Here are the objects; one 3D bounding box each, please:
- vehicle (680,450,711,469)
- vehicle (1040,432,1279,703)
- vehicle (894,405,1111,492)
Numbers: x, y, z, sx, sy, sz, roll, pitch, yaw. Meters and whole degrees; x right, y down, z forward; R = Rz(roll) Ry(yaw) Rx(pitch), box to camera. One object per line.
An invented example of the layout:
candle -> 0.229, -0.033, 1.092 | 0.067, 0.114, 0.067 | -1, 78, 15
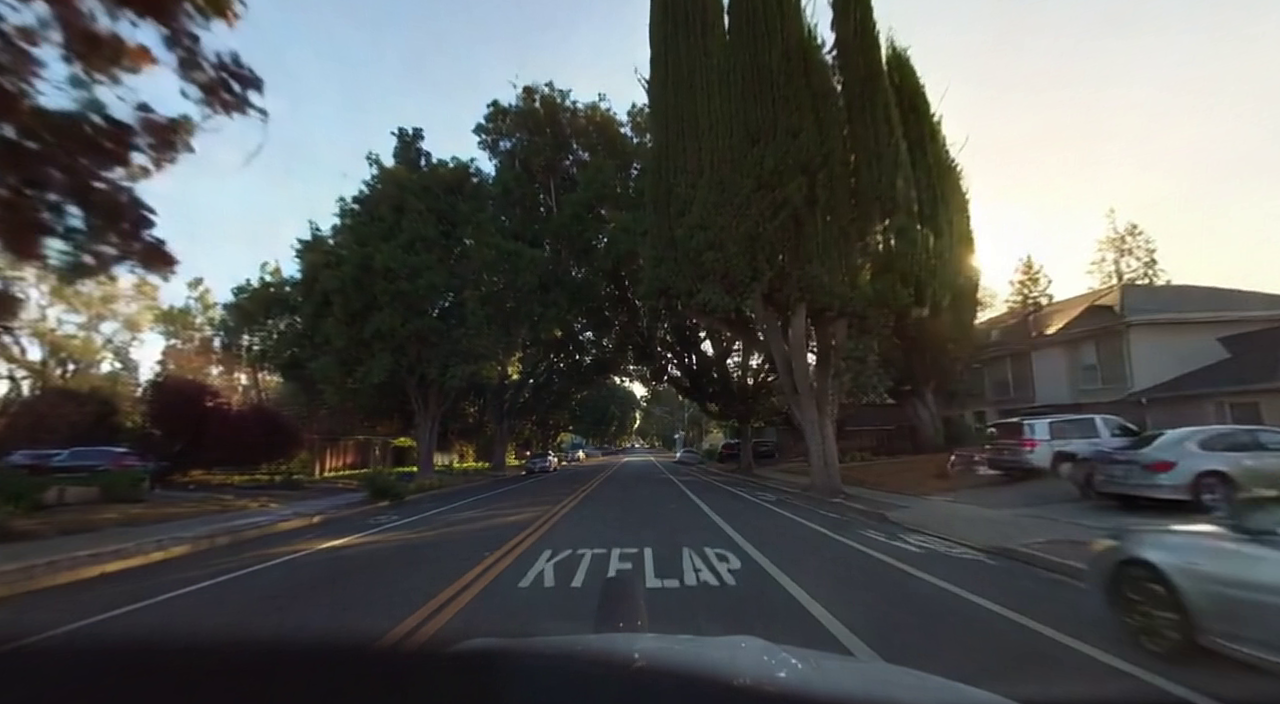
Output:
vehicle -> 4.069, 7.921, 46.732 | 1.855, 1.338, 3.872 | 0, -9, -1
vehicle -> 4.224, 1.123, 2.807 | 1.988, 1.537, 4.350 | 0, -9, -1
vehicle -> 10.930, 2.953, 19.416 | 5.148, 1.978, 2.126 | -6, -8, 2
